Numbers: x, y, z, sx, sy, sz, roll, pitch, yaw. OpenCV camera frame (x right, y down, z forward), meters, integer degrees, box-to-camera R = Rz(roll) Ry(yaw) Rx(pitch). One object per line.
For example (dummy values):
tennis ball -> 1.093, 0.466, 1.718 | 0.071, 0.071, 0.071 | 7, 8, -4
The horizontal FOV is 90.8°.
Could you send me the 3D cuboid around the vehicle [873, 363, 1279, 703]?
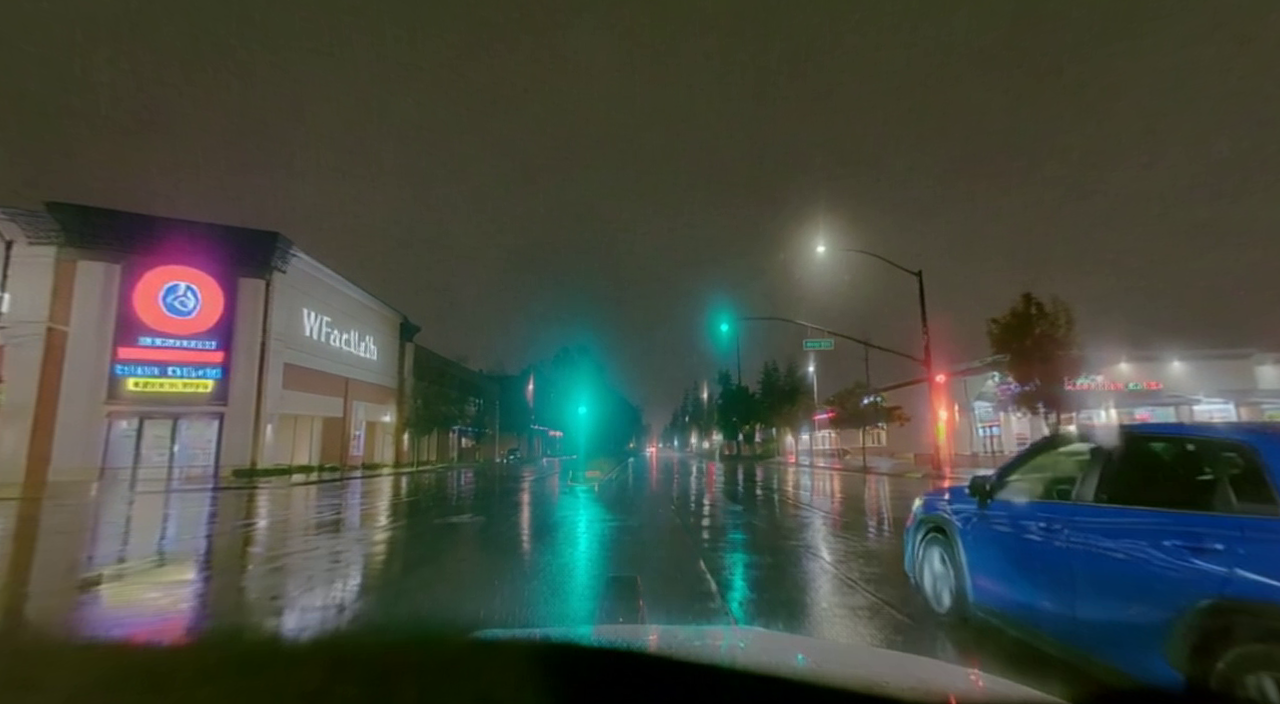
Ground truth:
vehicle -> 3.153, 1.033, 3.232 | 2.015, 1.641, 4.995 | 0, -9, 0
